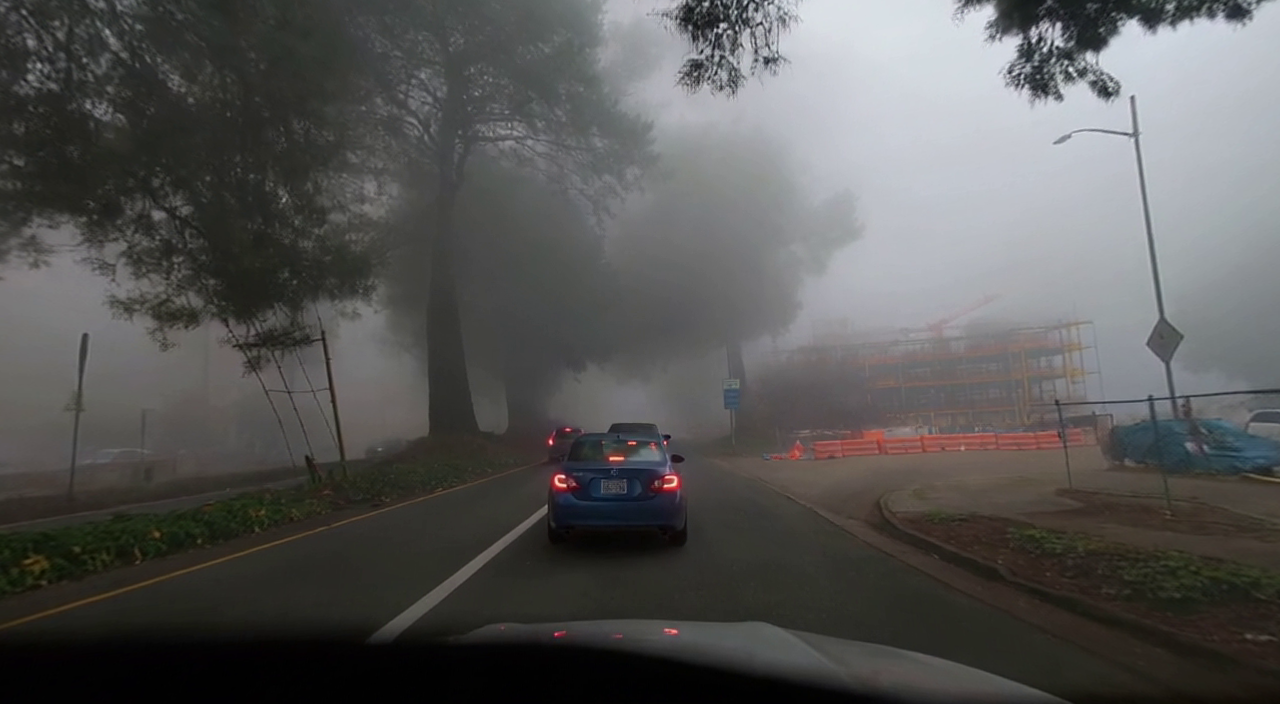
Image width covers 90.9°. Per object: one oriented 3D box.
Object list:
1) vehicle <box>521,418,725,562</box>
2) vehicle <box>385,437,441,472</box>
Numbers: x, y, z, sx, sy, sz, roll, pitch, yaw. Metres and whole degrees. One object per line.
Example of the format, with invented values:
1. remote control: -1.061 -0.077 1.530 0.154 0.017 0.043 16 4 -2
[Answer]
1. vehicle: -0.180 1.737 8.660 2.112 1.482 4.076 0 -8 0
2. vehicle: -10.409 4.638 28.696 2.072 1.465 4.394 3 -9 -23
